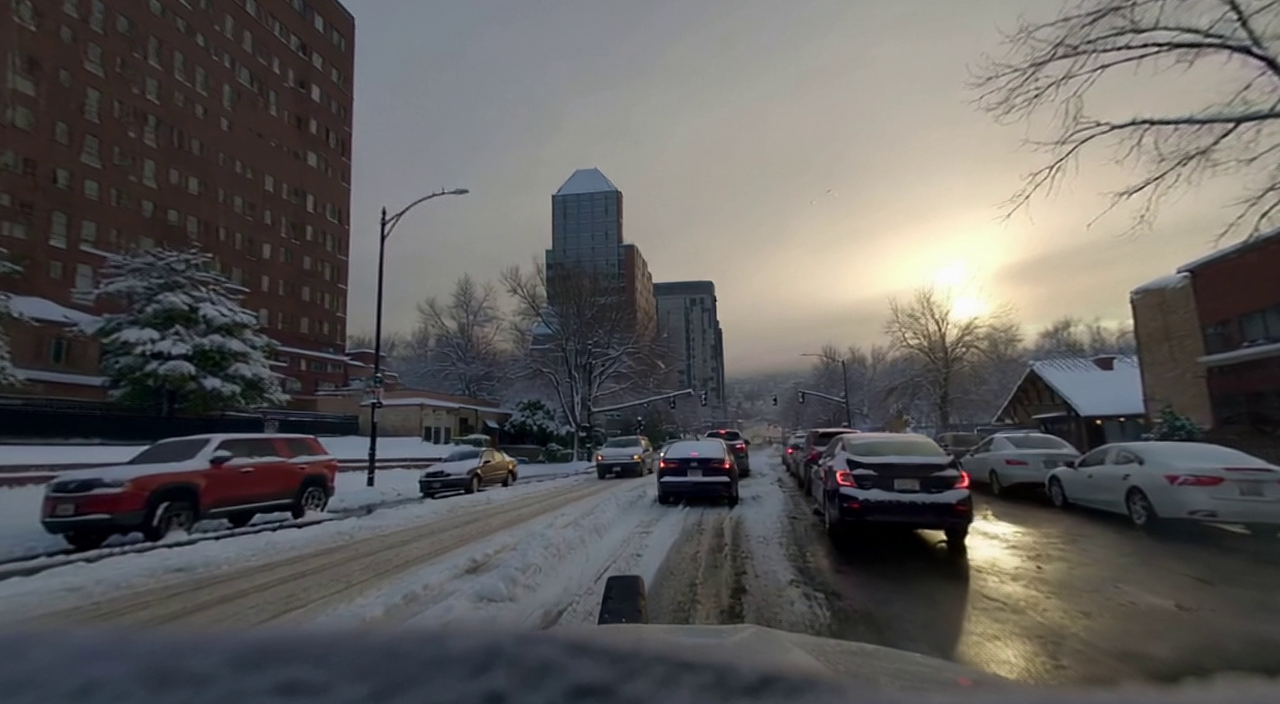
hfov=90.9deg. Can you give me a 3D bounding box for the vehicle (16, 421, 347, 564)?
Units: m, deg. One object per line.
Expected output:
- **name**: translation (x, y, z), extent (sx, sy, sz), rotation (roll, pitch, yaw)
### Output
- **vehicle**: translation (-7.553, 2.286, 11.096), extent (1.934, 1.770, 4.546), rotation (-9, -9, 10)

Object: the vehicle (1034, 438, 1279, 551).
- **vehicle**: translation (8.960, 2.273, 10.921), extent (1.901, 1.500, 4.729), rotation (-2, -8, 10)

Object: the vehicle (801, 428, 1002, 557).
- **vehicle**: translation (3.667, 1.987, 9.725), extent (1.982, 1.510, 4.144), rotation (-2, -8, 10)

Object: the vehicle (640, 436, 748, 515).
- **vehicle**: translation (1.322, 2.634, 13.980), extent (2.031, 1.461, 3.763), rotation (-2, -8, 10)

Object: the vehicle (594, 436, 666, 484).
- **vehicle**: translation (-0.280, 4.298, 25.526), extent (2.030, 1.730, 4.453), rotation (-2, -9, 11)

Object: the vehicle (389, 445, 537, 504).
- **vehicle**: translation (-5.064, 3.538, 18.732), extent (1.928, 1.503, 4.322), rotation (-4, -9, 22)
